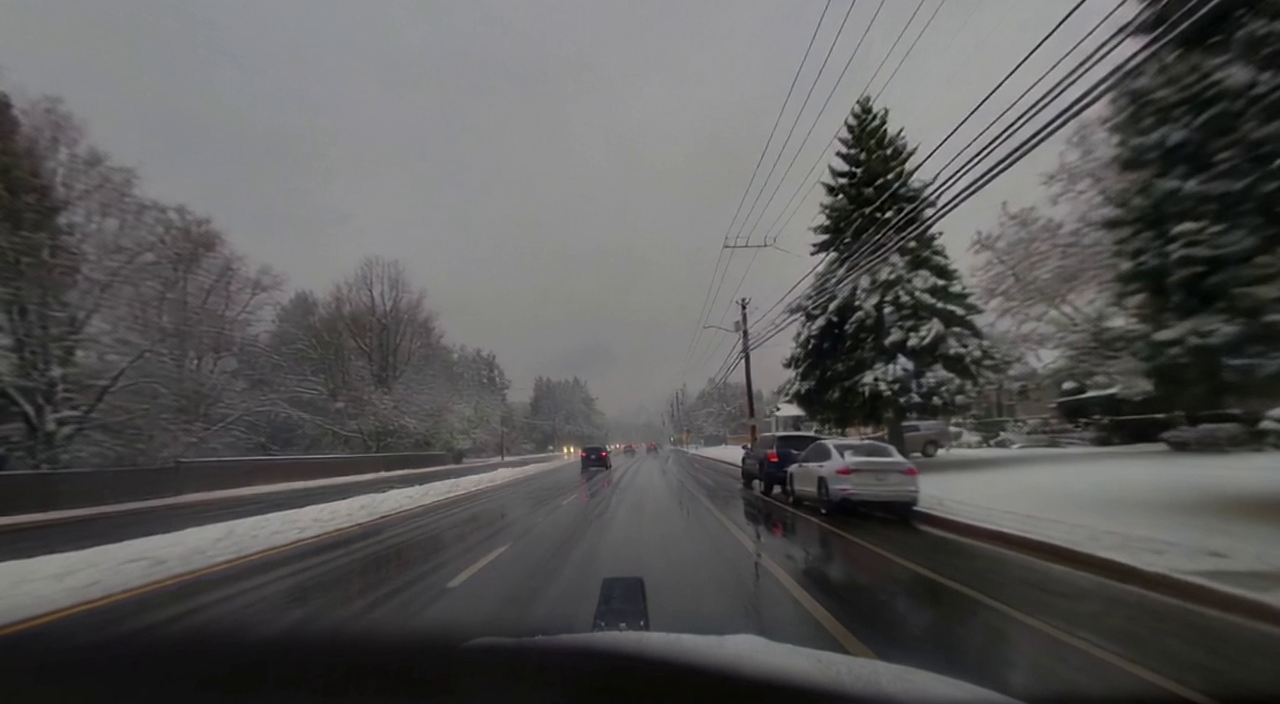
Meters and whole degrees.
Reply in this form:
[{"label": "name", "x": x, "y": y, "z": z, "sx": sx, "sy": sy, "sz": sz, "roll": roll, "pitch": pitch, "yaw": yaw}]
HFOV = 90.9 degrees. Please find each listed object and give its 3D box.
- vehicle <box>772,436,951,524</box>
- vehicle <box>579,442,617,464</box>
[{"label": "vehicle", "x": 4.416, "y": 2.618, "z": 13.555, "sx": 2.241, "sy": 1.536, "sz": 4.682, "roll": 0, "pitch": -9, "yaw": 1}, {"label": "vehicle", "x": -2.847, "y": 6.970, "z": 43.677, "sx": 2.084, "sy": 1.466, "sz": 4.522, "roll": -1, "pitch": -9, "yaw": 3}]
